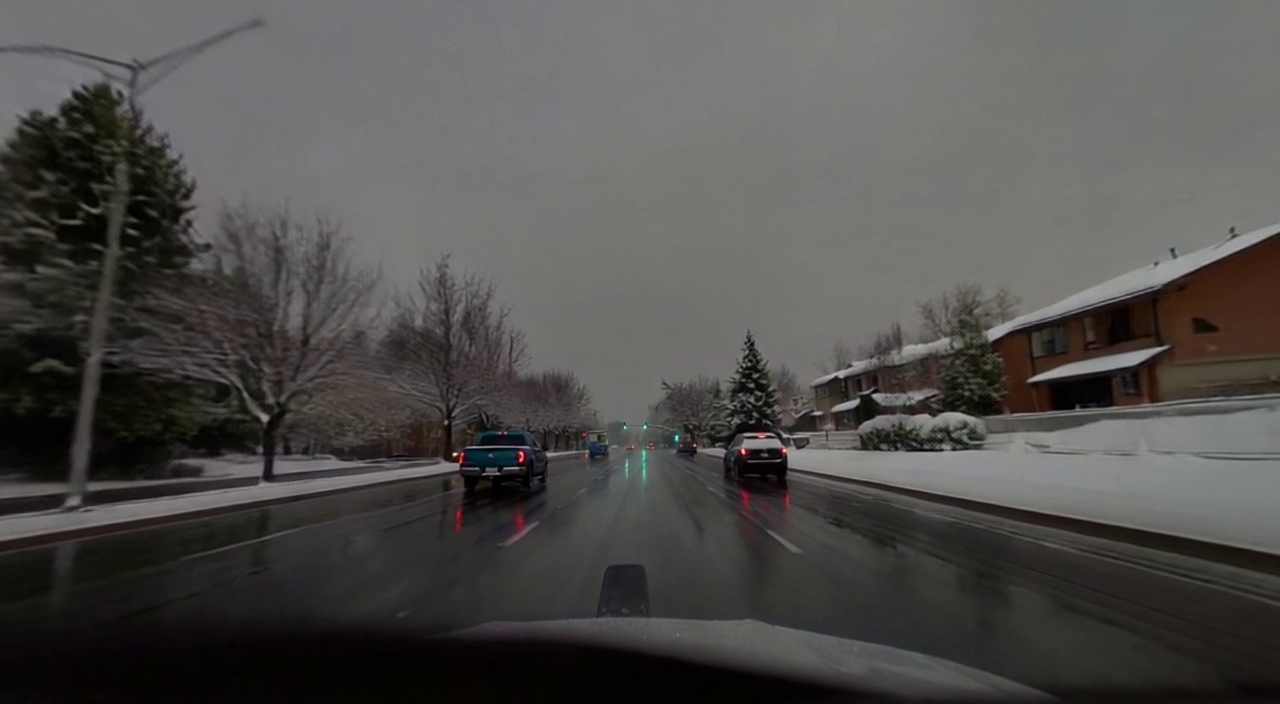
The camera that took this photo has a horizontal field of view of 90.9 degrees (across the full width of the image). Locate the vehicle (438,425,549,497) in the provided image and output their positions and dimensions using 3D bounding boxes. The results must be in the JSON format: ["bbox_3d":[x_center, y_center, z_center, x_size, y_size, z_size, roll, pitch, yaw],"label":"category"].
[{"bbox_3d":[-3.942,3.029,17.904,2.002,1.747,4.728,0,-8,0],"label":"vehicle"}]

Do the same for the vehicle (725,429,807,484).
[{"bbox_3d":[4.343,3.695,22.488,2.016,1.736,4.356,0,-8,0],"label":"vehicle"}]
